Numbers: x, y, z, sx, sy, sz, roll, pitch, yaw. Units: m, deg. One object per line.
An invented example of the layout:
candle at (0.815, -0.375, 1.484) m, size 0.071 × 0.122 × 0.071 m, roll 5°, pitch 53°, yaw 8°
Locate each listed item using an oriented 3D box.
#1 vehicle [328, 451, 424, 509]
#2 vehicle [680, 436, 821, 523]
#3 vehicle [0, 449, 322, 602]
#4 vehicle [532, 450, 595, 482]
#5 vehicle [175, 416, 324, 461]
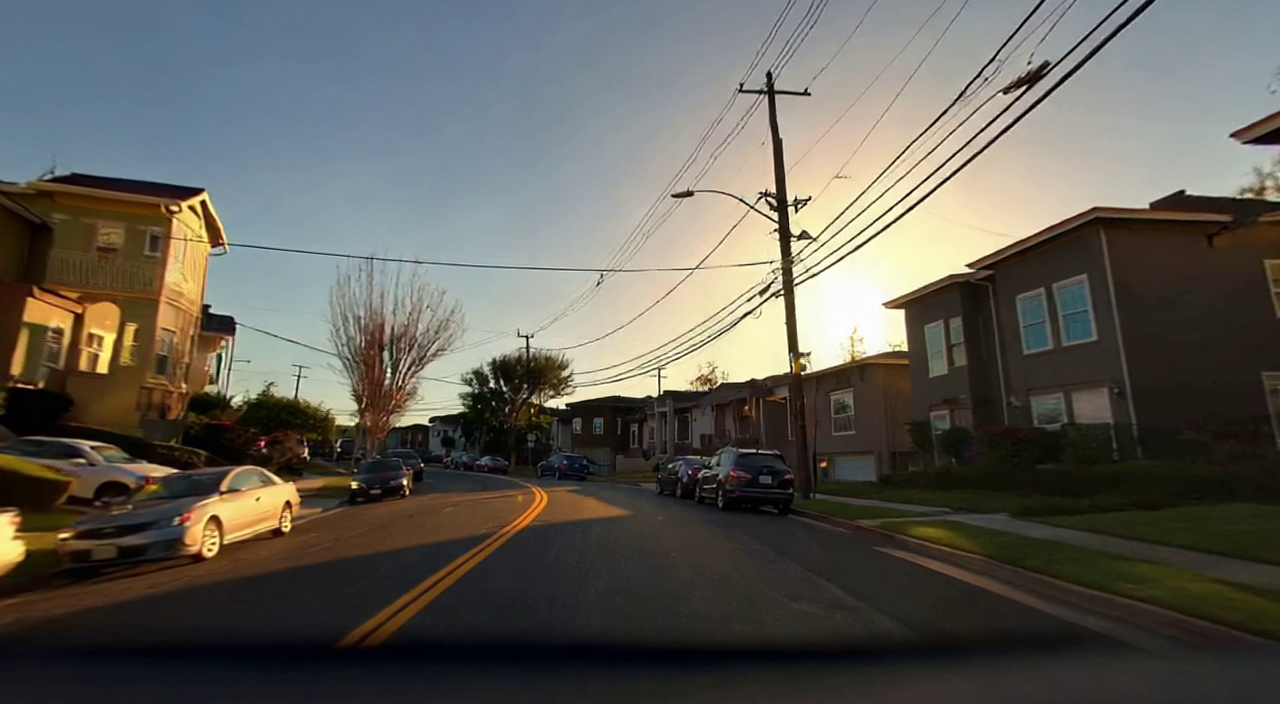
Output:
vehicle at (-8.123, 3.914, 19.760) m, size 2.003 × 1.447 × 3.642 m, roll -2°, pitch -8°, yaw -10°
vehicle at (2.468, 3.002, 15.523) m, size 1.974 × 1.769 × 4.610 m, roll 1°, pitch -9°, yaw -9°
vehicle at (-7.140, 2.406, 9.640) m, size 2.154 × 1.516 × 4.854 m, roll -7°, pitch -8°, yaw -3°
vehicle at (-4.572, 6.672, 37.215) m, size 1.994 × 1.682 × 4.750 m, roll 9°, pitch -12°, yaw -27°
vehicle at (-18.729, 4.215, 30.586) m, size 5.822 × 1.956 × 2.355 m, roll 5°, pitch -10°, yaw -32°
